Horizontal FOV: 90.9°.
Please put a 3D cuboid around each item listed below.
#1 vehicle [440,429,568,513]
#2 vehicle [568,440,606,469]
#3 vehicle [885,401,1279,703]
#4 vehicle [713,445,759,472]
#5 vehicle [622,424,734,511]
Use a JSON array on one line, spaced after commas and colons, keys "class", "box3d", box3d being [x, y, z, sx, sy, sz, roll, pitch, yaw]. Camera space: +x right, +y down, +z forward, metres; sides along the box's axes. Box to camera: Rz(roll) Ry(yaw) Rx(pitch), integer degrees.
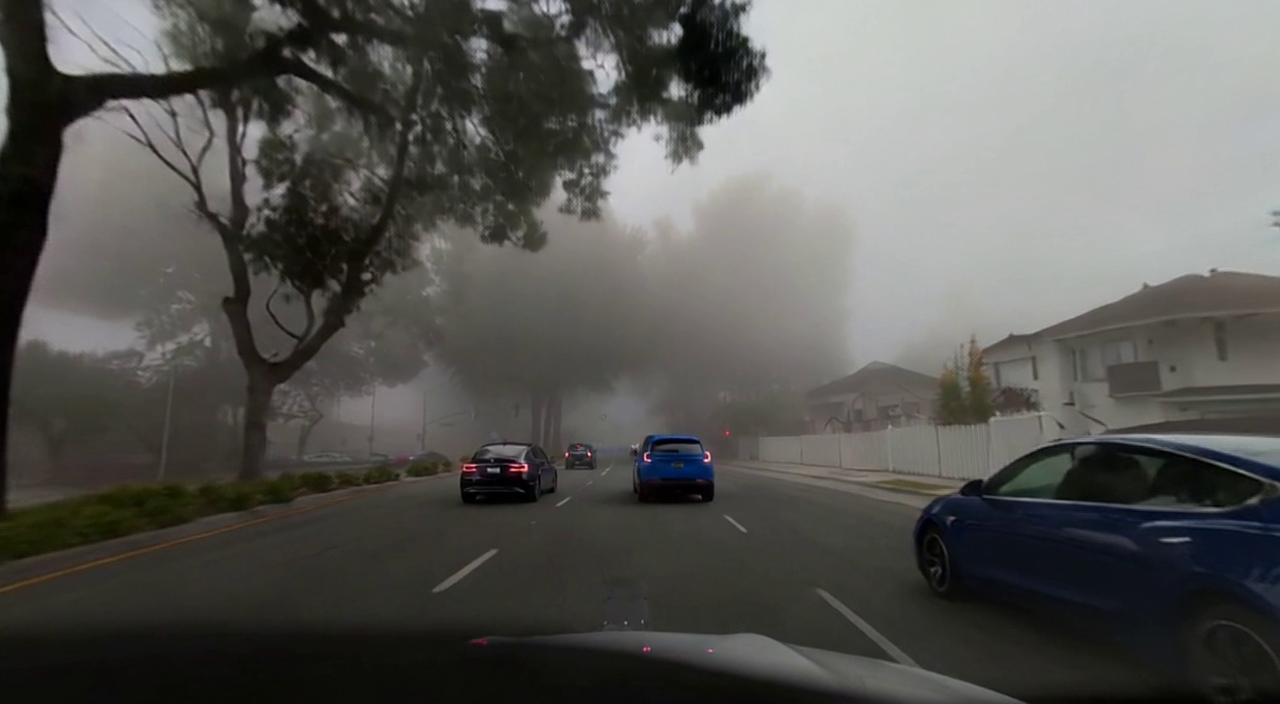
[{"class": "vehicle", "box3d": [-3.026, 2.772, 15.186, 2.043, 1.687, 4.676, 0, -9, 0]}, {"class": "vehicle", "box3d": [-3.340, 6.548, 40.396, 2.014, 1.755, 4.360, 0, -9, 0]}, {"class": "vehicle", "box3d": [3.509, 1.174, 3.966, 2.017, 1.491, 4.611, 0, -9, -1]}, {"class": "vehicle", "box3d": [5.557, 6.219, 37.035, 2.010, 1.486, 4.498, 0, -9, 1]}, {"class": "vehicle", "box3d": [0.712, 2.700, 15.121, 2.280, 1.747, 4.361, 0, -9, -2]}]
